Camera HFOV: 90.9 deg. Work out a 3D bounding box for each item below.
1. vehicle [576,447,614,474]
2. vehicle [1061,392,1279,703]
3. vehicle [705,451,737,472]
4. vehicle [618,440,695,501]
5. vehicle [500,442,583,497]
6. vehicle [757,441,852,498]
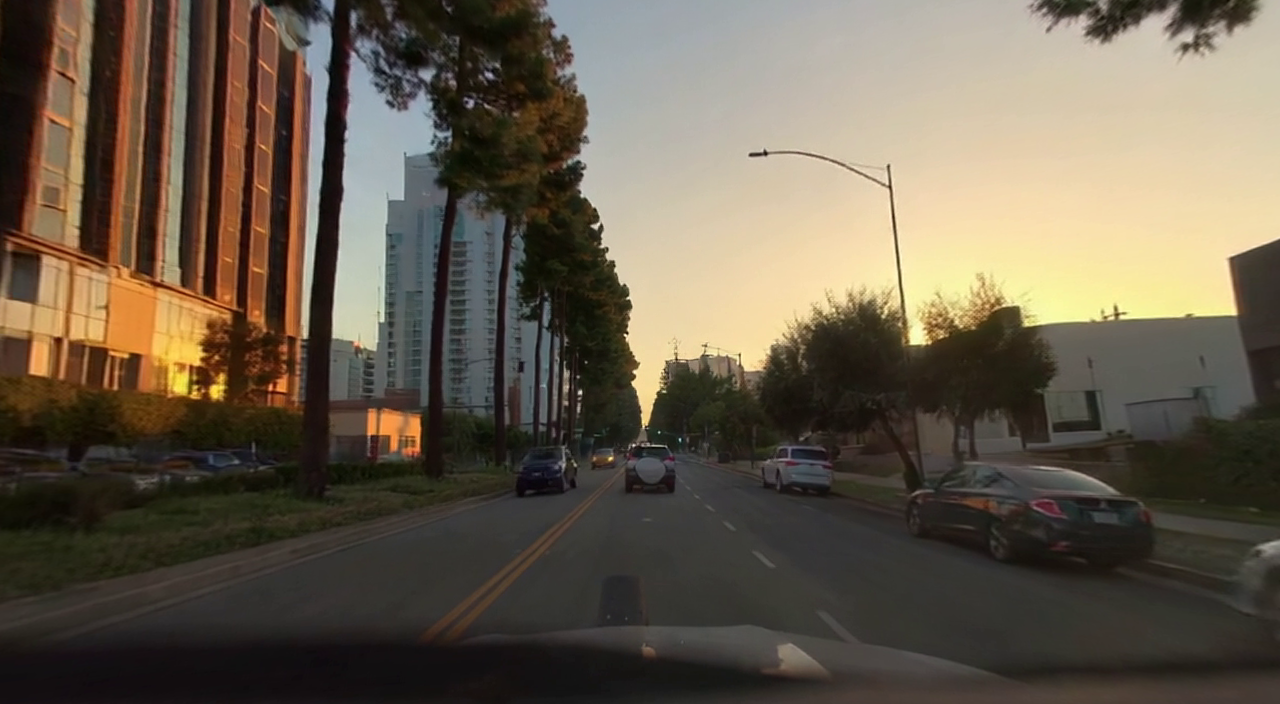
[{"bbox_3d":[-2.953,7.212,42.148,2.124,1.731,4.227,0,-9,1],"label":"vehicle"},{"bbox_3d":[2.822,0.710,0.622,1.991,1.536,4.116,0,-9,1],"label":"vehicle"},{"bbox_3d":[6.176,8.389,48.454,1.885,1.467,4.546,0,-9,0],"label":"vehicle"},{"bbox_3d":[0.476,3.554,19.309,2.105,1.653,3.887,0,-9,1],"label":"vehicle"},{"bbox_3d":[-3.325,4.086,22.348,2.167,1.717,4.448,0,-9,1],"label":"vehicle"},{"bbox_3d":[5.685,4.103,22.458,2.059,1.813,4.637,0,-9,-1],"label":"vehicle"}]
